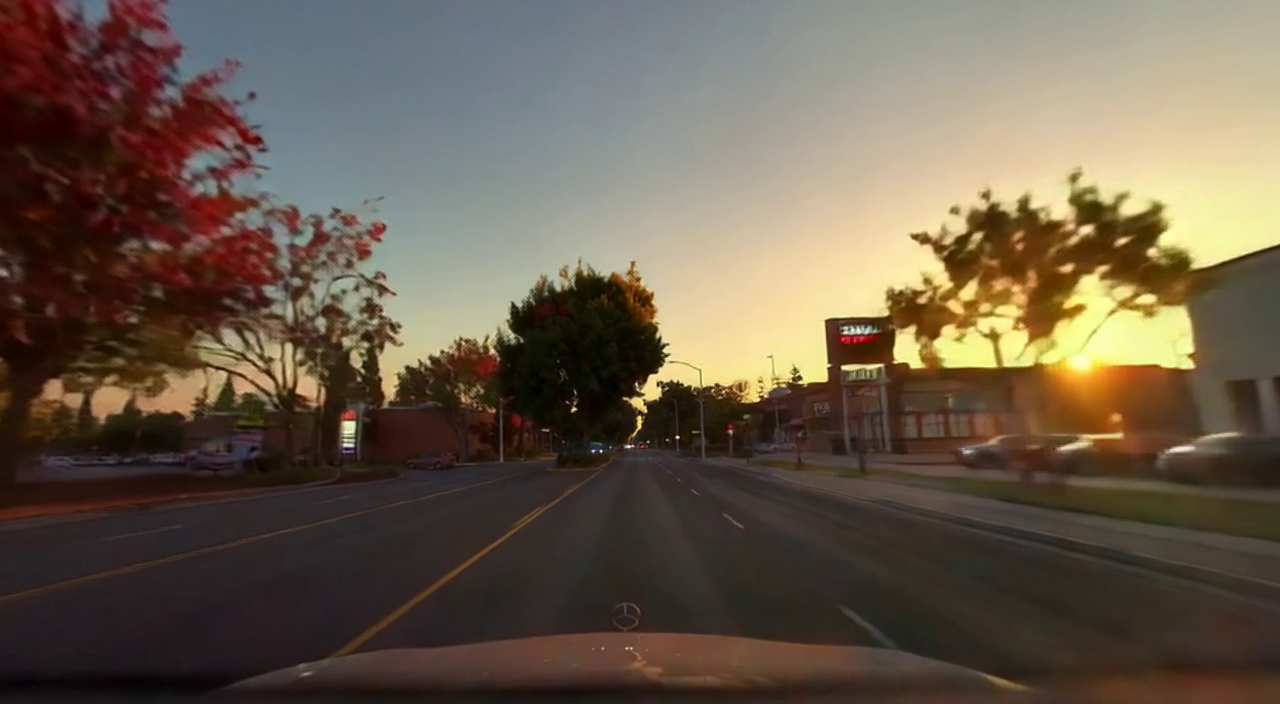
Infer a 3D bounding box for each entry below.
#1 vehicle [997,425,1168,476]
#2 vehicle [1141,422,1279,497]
[{"bbox_3d":[16.052,3.596,23.143,4.656,1.748,2.059,0,-8,1],"label":"vehicle"},{"bbox_3d":[16.104,2.674,16.250,4.648,1.637,2.029,-3,-8,-3],"label":"vehicle"}]
